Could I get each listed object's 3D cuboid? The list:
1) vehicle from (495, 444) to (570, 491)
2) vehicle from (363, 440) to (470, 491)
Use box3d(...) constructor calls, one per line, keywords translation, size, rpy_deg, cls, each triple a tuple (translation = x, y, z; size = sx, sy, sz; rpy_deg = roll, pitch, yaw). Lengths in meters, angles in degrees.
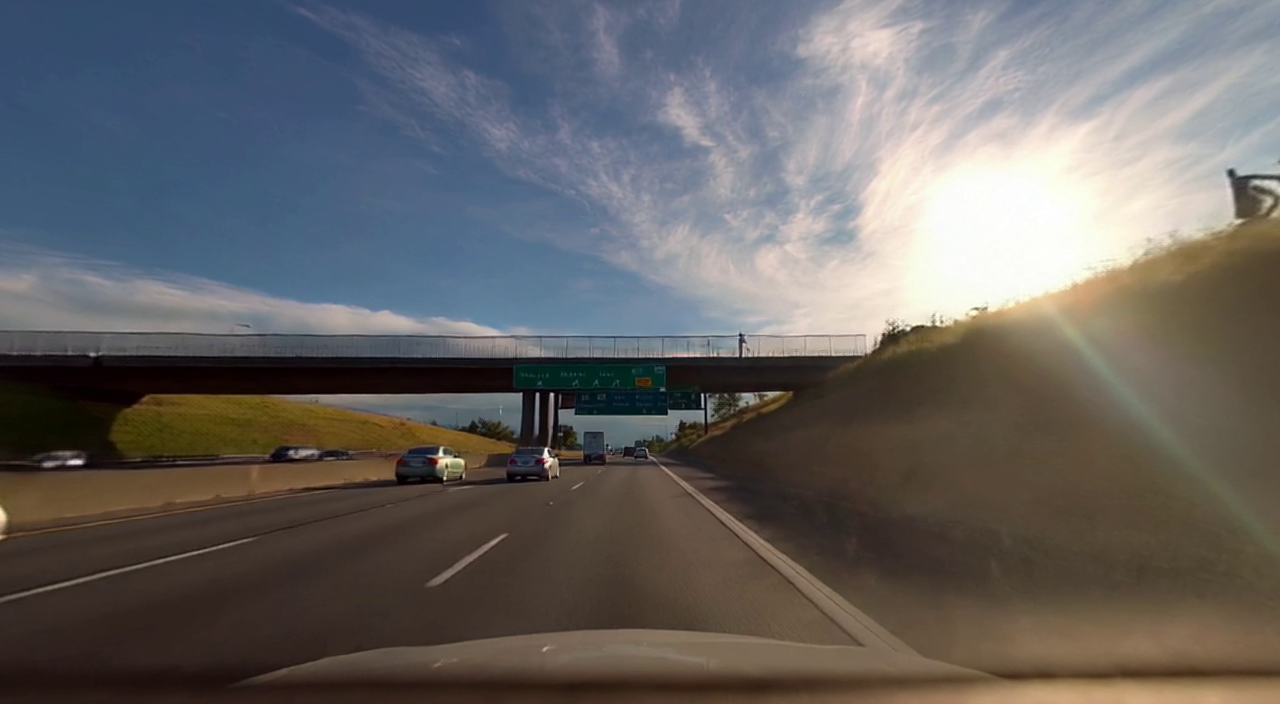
box3d(translation=(-3.610, 3.959, 21.930), size=(1.924, 1.436, 3.915), rpy_deg=(0, -9, 0), cls="vehicle")
box3d(translation=(-7.525, 3.856, 21.725), size=(2.091, 1.558, 4.220), rpy_deg=(0, -9, 0), cls="vehicle")
